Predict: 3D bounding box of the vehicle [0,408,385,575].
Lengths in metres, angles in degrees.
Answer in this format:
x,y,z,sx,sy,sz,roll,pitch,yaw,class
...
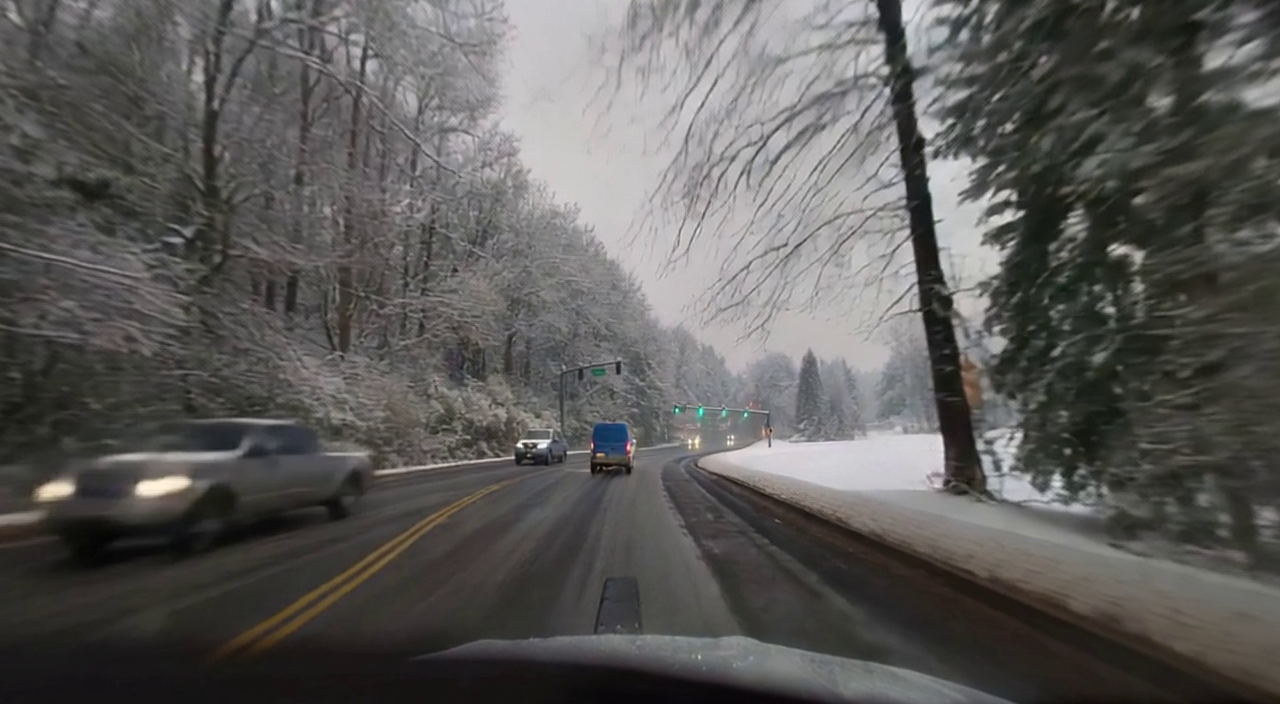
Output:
x,y,z,sx,sy,sz,roll,pitch,yaw,class
-5.476,1.724,8.585,2.051,1.648,4.451,0,-8,1,vehicle

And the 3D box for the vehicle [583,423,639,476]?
x,y,z,sx,sy,sz,roll,pitch,yaw,class
-1.221,4.510,29.205,2.362,2.185,5.212,0,-8,0,vehicle

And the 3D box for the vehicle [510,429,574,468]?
x,y,z,sx,sy,sz,roll,pitch,yaw,class
-5.335,5.401,35.208,2.295,1.981,5.836,0,-8,4,vehicle
